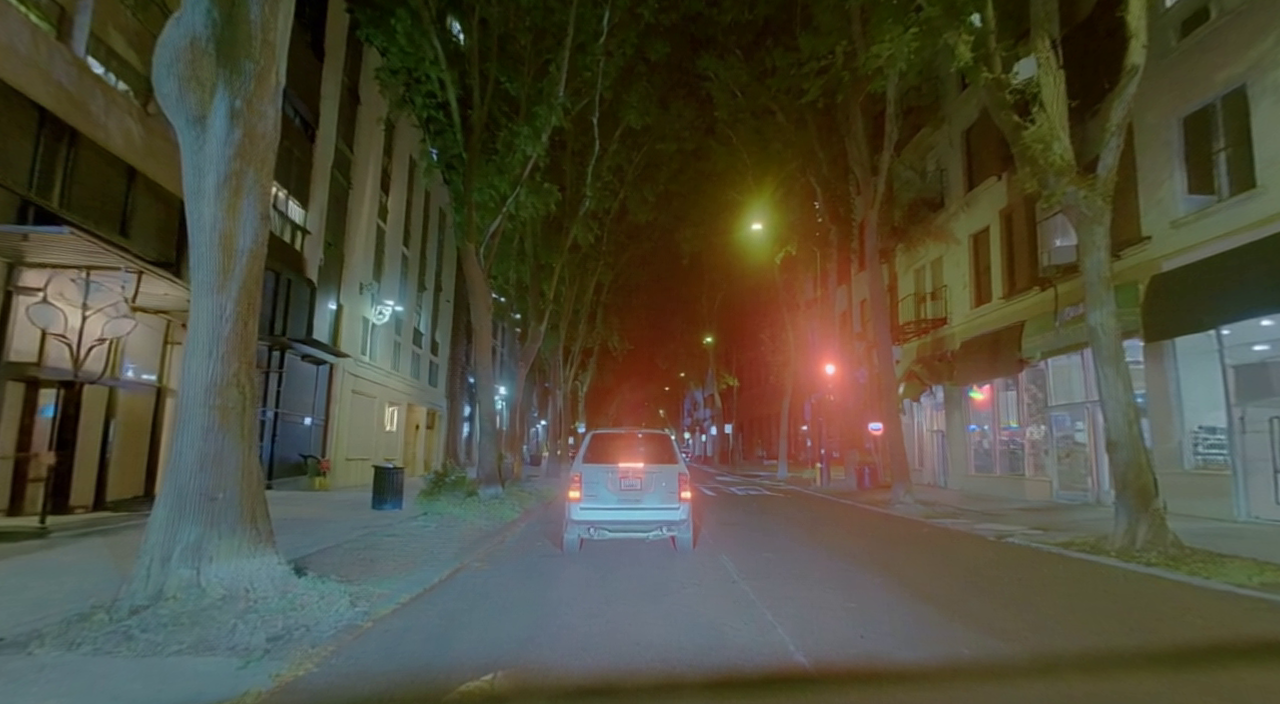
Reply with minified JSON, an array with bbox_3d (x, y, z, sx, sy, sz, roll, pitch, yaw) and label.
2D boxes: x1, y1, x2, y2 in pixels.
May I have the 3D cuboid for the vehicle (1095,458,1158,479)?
[{"bbox_3d":[36.856,8.819,47.805,3.445,1.363,1.608,2,-8,-1],"label":"vehicle"}]

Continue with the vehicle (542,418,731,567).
[{"bbox_3d":[-0.082,1.844,8.976,2.079,1.621,3.861,0,-8,-1],"label":"vehicle"}]

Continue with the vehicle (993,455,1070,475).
[{"bbox_3d":[29.747,8.571,47.920,4.668,1.441,1.904,1,-9,-6],"label":"vehicle"}]
